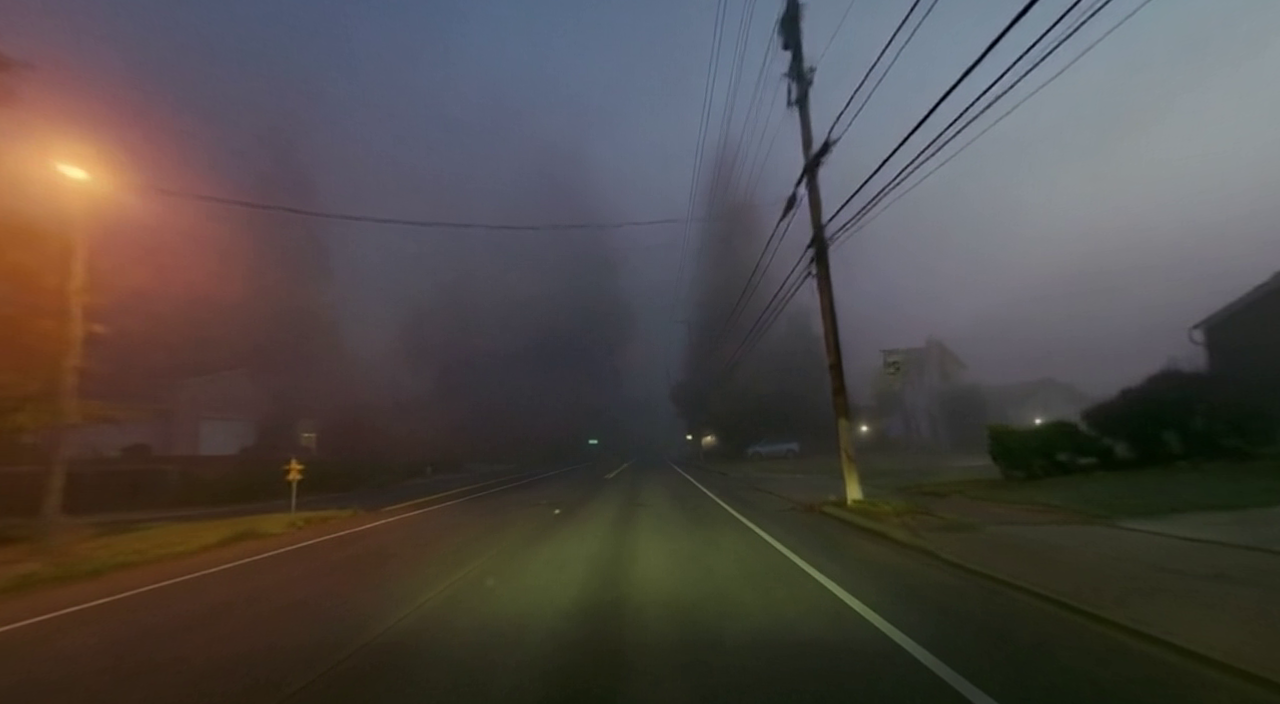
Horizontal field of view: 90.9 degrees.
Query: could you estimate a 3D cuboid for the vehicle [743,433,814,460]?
[{"bbox_3d":[9.741,6.688,44.526,4.494,1.850,2.027,0,-9,0],"label":"vehicle"}]
